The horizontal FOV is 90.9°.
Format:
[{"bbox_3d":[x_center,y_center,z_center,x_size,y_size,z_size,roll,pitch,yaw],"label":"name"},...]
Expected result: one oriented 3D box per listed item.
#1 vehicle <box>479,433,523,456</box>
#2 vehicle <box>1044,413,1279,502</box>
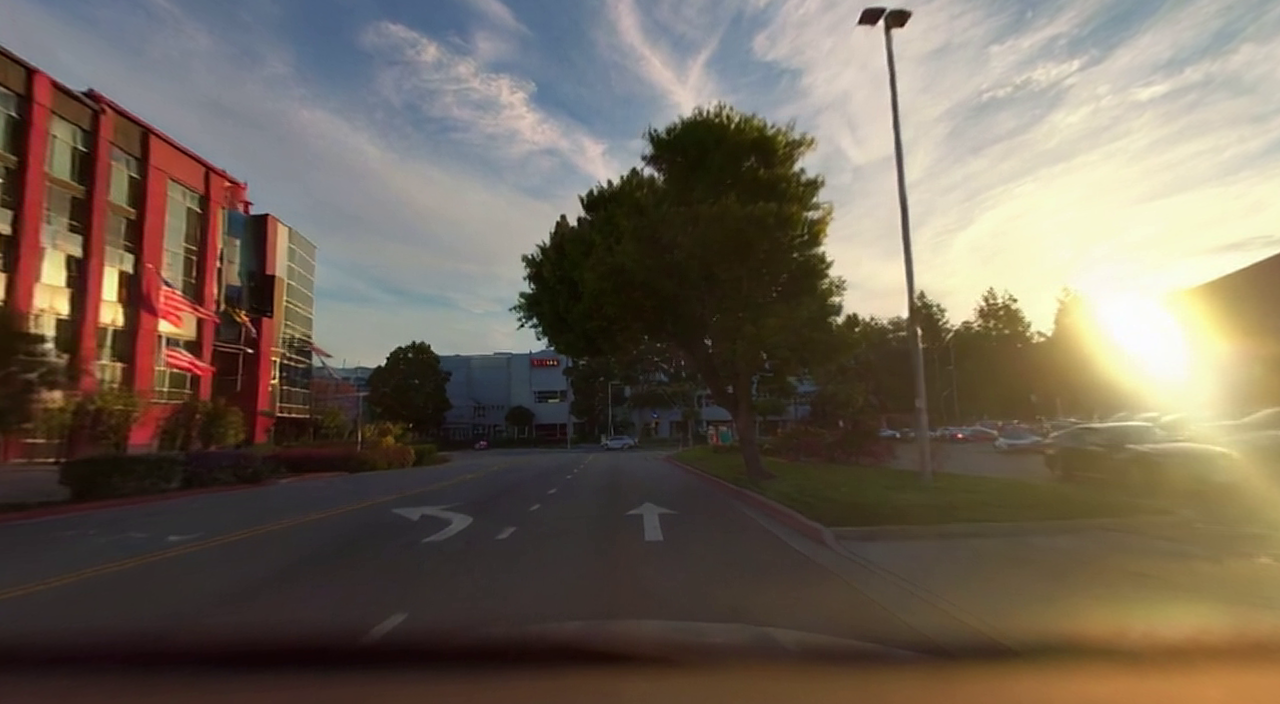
[{"bbox_3d":[-9.275,6.187,42.271,1.919,1.484,3.879,-1,-8,3],"label":"vehicle"},{"bbox_3d":[10.242,2.070,12.702,1.769,1.516,3.520,0,-8,-1],"label":"vehicle"}]
